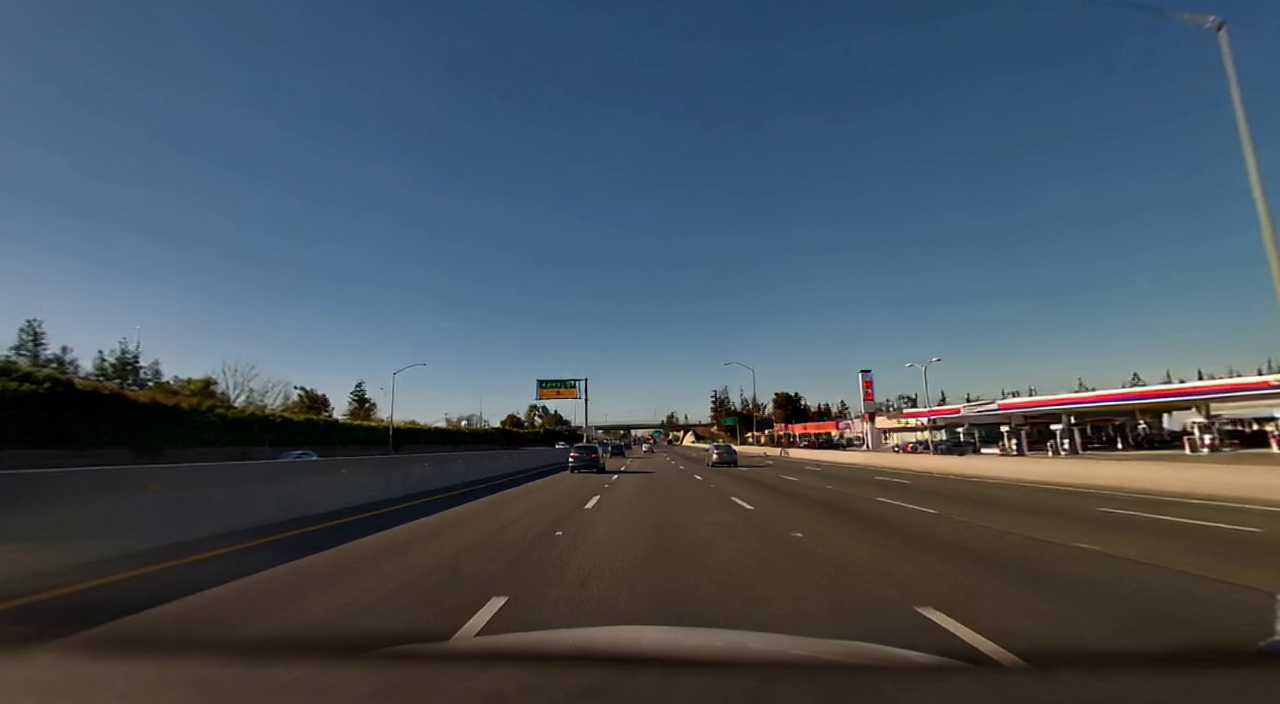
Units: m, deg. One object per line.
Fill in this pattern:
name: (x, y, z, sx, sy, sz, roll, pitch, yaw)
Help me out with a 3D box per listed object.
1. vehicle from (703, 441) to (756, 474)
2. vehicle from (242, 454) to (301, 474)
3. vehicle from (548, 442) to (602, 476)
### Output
vehicle: (4.377, 5.250, 31.612, 1.909, 1.467, 4.940, 0, -9, 0)
vehicle: (-28.585, 8.680, 49.148, 1.859, 1.434, 4.616, 0, -9, -1)
vehicle: (-3.080, 5.165, 30.807, 2.114, 1.510, 4.186, -1, -9, 1)
